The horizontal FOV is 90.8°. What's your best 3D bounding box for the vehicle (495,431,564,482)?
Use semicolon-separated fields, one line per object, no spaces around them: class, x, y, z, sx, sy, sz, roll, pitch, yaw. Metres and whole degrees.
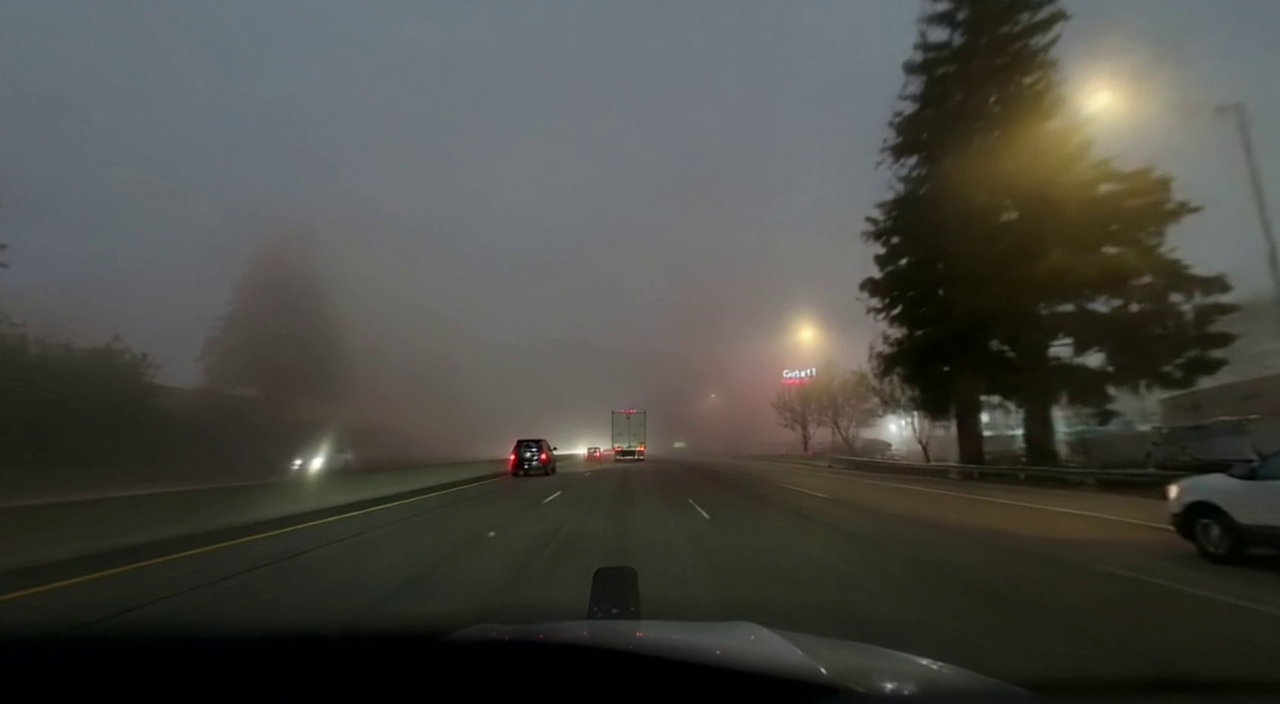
vehicle;-4.489;4.335;26.435;2.095;1.930;4.680;0;-8;0

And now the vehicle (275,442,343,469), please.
vehicle;-25.465;7.968;48.904;2.251;1.964;5.807;0;-9;-2

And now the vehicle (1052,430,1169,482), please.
vehicle;33.783;7.398;45.319;7.934;3.428;3.258;5;-9;-27

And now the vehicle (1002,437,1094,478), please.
vehicle;31.574;8.108;48.878;6.081;2.952;2.754;4;-8;-21

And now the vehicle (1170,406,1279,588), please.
vehicle;6.974;1.215;4.952;1.928;1.686;4.182;0;-9;-1
